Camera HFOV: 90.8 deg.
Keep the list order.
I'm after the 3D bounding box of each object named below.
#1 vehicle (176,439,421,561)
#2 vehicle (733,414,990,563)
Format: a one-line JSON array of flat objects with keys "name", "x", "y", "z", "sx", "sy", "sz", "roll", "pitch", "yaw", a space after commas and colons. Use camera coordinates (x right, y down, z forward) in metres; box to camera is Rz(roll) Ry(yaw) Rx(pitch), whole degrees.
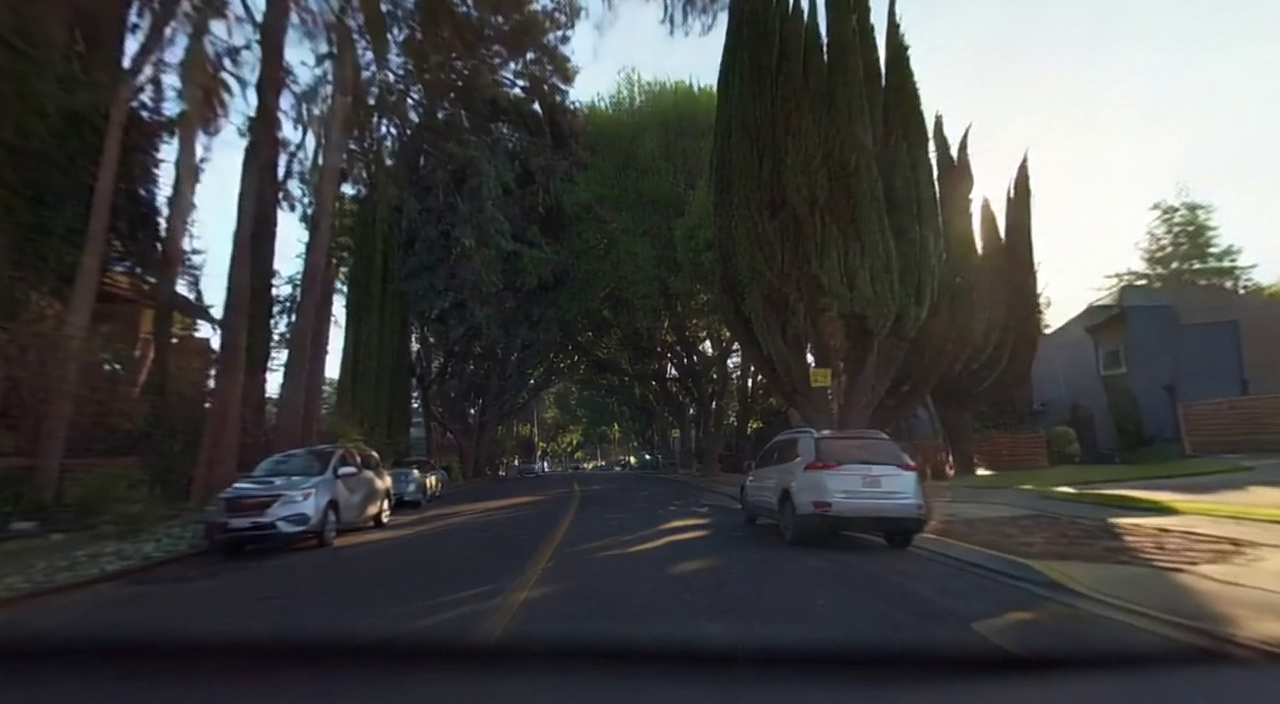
[{"name": "vehicle", "x": -5.699, "y": 2.429, "z": 11.371, "sx": 2.051, "sy": 1.575, "sz": 4.581, "roll": -3, "pitch": -7, "yaw": -3}, {"name": "vehicle", "x": 3.011, "y": 1.961, "z": 9.824, "sx": 2.163, "sy": 1.742, "sz": 4.239, "roll": 0, "pitch": -8, "yaw": -5}]
